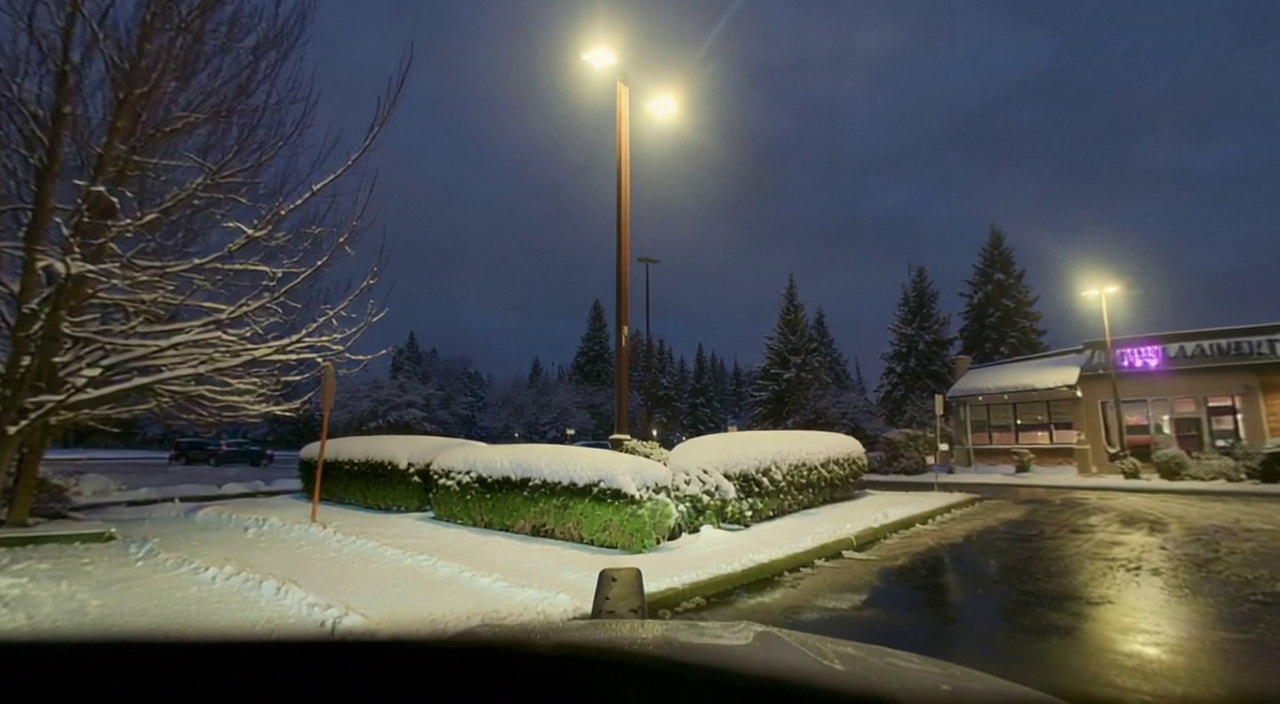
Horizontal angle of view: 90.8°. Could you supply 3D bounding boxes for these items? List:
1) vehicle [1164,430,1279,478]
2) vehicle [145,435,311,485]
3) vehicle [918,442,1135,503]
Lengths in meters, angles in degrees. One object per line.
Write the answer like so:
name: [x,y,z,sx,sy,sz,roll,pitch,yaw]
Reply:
vehicle: [23.365,3.870,24.094,4.939,1.664,2.055,-10,-10,42]
vehicle: [-15.248,3.982,23.598,1.921,1.632,4.752,-8,-12,42]
vehicle: [10.645,3.286,17.675,4.772,1.441,1.976,-8,-12,43]
